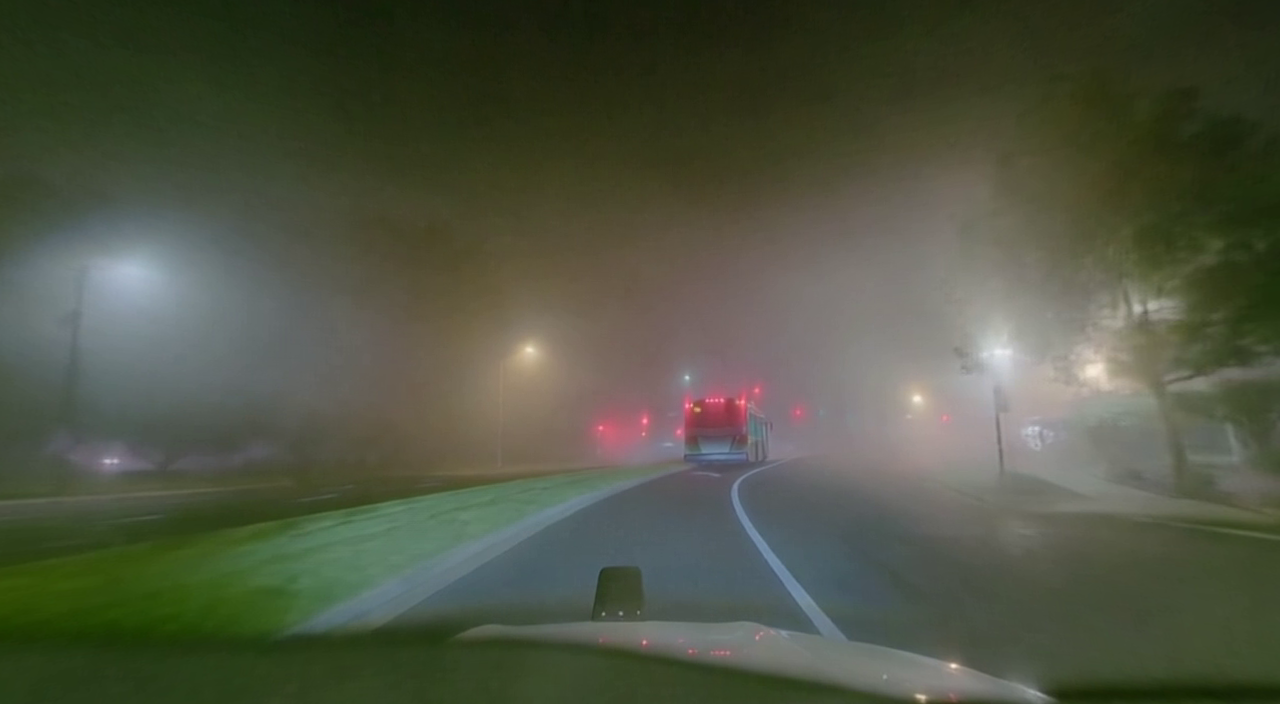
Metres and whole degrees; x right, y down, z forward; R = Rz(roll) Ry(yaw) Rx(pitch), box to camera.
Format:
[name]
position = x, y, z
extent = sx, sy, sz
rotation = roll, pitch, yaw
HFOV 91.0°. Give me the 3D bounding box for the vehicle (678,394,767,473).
[vehicle]
position = 4.693, 4.434, 33.387
extent = 3.031, 3.429, 11.005
rotation = -3, -9, 16
